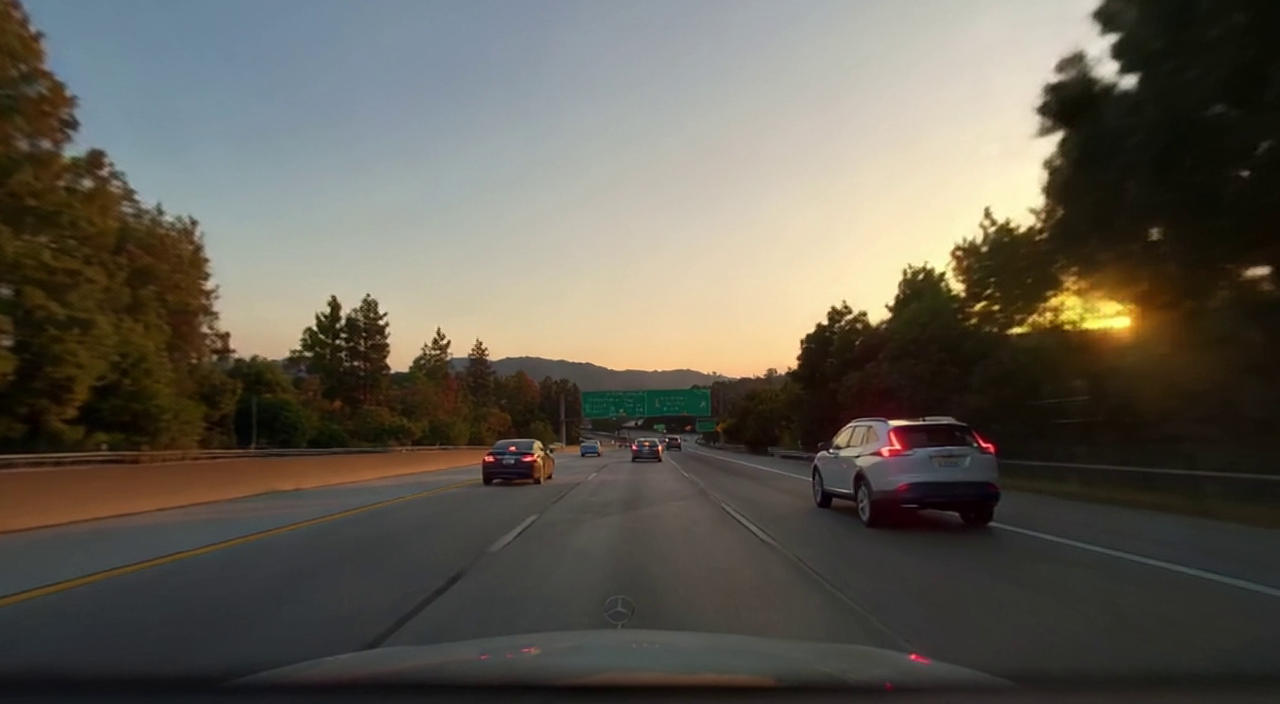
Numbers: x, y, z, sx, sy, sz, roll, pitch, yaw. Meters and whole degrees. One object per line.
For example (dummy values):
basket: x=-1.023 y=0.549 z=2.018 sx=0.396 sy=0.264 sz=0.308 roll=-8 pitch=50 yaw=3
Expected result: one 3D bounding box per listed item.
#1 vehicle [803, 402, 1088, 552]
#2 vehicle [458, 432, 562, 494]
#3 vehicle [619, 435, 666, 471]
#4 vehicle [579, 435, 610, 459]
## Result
vehicle: x=4.105 y=1.753 z=9.473 sx=2.025 sy=1.707 sz=4.279 roll=0 pitch=-8 yaw=-2
vehicle: x=-3.611 y=3.168 z=18.399 sx=2.066 sy=1.561 sz=4.495 roll=-1 pitch=-8 yaw=0
vehicle: x=0.095 y=4.735 z=29.692 sx=2.049 sy=1.542 sz=3.816 roll=0 pitch=-8 yaw=0
vehicle: x=-3.413 y=7.265 z=48.172 sx=2.044 sy=1.682 sz=4.201 roll=-1 pitch=-8 yaw=1
